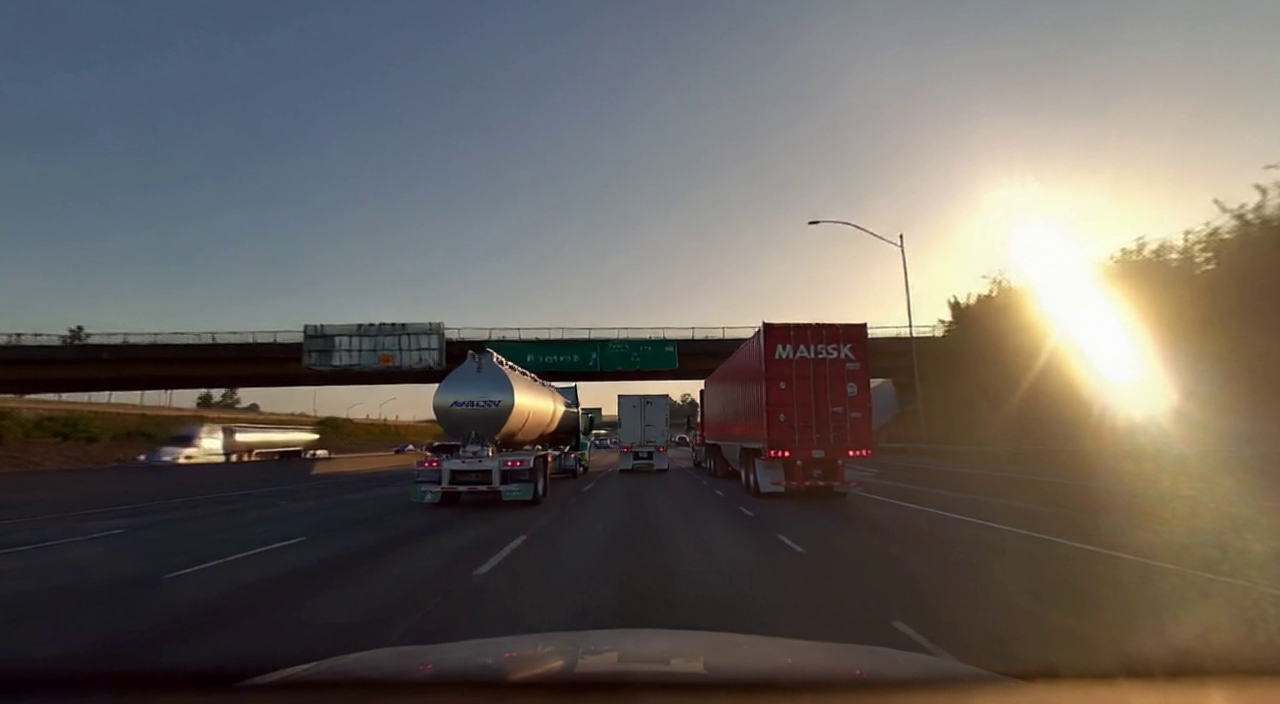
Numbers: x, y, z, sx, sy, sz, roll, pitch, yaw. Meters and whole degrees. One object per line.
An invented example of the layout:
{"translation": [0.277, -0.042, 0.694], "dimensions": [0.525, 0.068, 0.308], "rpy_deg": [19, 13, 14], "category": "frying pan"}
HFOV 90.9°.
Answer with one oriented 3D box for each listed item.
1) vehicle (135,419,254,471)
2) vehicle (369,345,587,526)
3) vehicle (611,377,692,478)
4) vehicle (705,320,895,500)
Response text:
{"translation": [-34.784, 7.295, 49.808], "dimensions": [3.097, 3.716, 8.360], "rpy_deg": [0, -8, 1], "category": "vehicle"}
{"translation": [-3.356, 2.268, 16.883], "dimensions": [2.786, 3.228, 11.082], "rpy_deg": [0, -8, 1], "category": "vehicle"}
{"translation": [0.533, 4.207, 33.343], "dimensions": [3.097, 3.856, 18.209], "rpy_deg": [0, -8, 1], "category": "vehicle"}
{"translation": [4.450, 2.359, 21.988], "dimensions": [2.887, 4.178, 14.553], "rpy_deg": [0, -8, 0], "category": "vehicle"}
